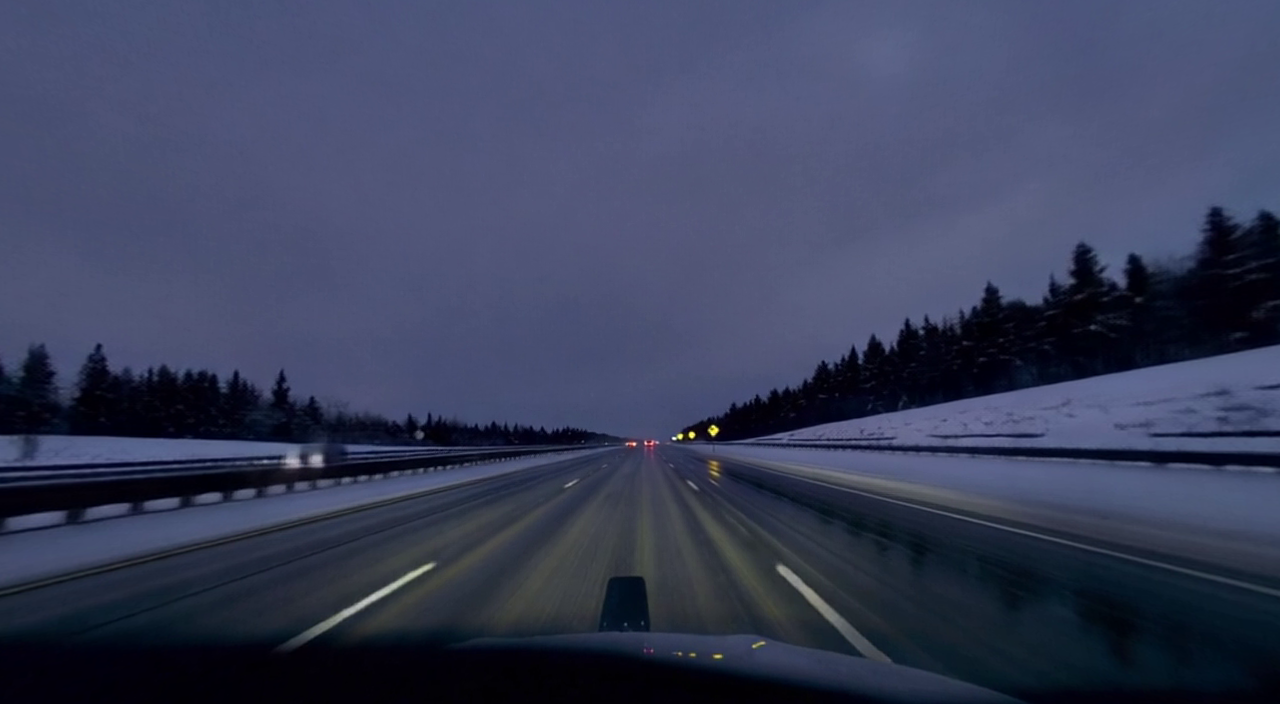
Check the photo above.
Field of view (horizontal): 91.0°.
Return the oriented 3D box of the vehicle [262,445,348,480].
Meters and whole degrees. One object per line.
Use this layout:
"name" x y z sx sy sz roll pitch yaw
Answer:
"vehicle" -16.729 5.511 31.678 1.893 1.617 4.251 0 -8 1
